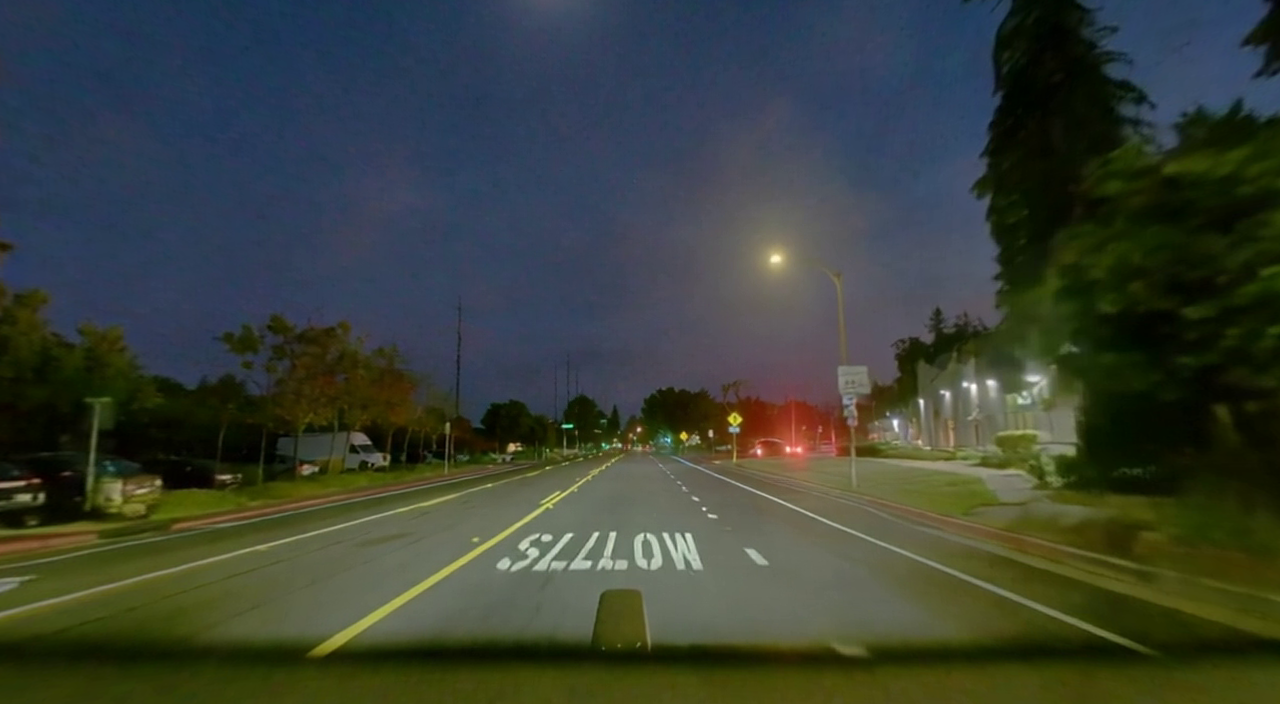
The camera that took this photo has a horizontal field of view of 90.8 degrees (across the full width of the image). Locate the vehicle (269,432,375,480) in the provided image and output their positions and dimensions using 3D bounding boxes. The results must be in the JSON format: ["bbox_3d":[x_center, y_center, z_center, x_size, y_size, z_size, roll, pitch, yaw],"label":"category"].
[{"bbox_3d":[-19.429,6.353,38.613,5.971,2.749,2.293,-4,-9,22],"label":"vehicle"}]
